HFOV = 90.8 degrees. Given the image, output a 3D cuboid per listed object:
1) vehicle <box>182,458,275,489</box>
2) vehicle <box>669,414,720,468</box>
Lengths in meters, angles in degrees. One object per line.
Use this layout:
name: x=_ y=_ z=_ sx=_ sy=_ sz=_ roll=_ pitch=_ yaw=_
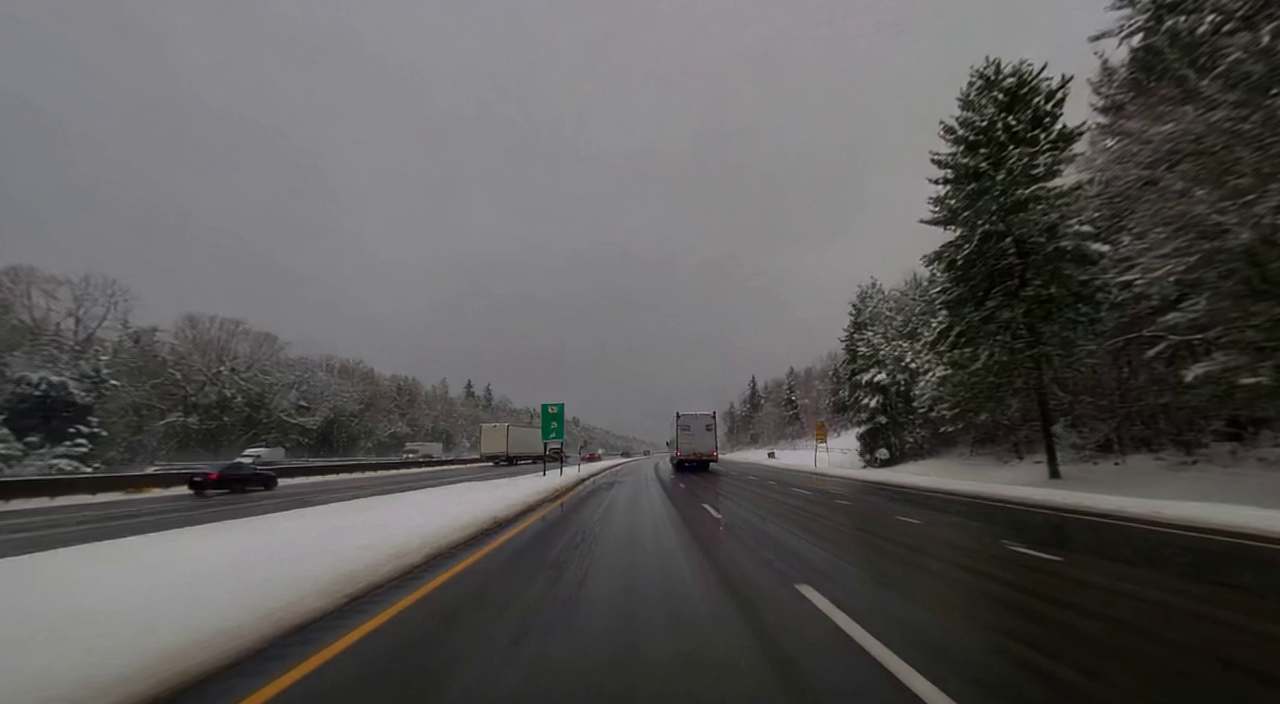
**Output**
vehicle: x=-21.195 y=6.239 z=32.703 sx=1.833 sy=1.438 sz=4.011 roll=-1 pitch=-9 yaw=5
vehicle: x=4.015 y=7.100 z=49.474 sx=2.928 sy=3.595 sz=13.975 roll=0 pitch=-9 yaw=1
